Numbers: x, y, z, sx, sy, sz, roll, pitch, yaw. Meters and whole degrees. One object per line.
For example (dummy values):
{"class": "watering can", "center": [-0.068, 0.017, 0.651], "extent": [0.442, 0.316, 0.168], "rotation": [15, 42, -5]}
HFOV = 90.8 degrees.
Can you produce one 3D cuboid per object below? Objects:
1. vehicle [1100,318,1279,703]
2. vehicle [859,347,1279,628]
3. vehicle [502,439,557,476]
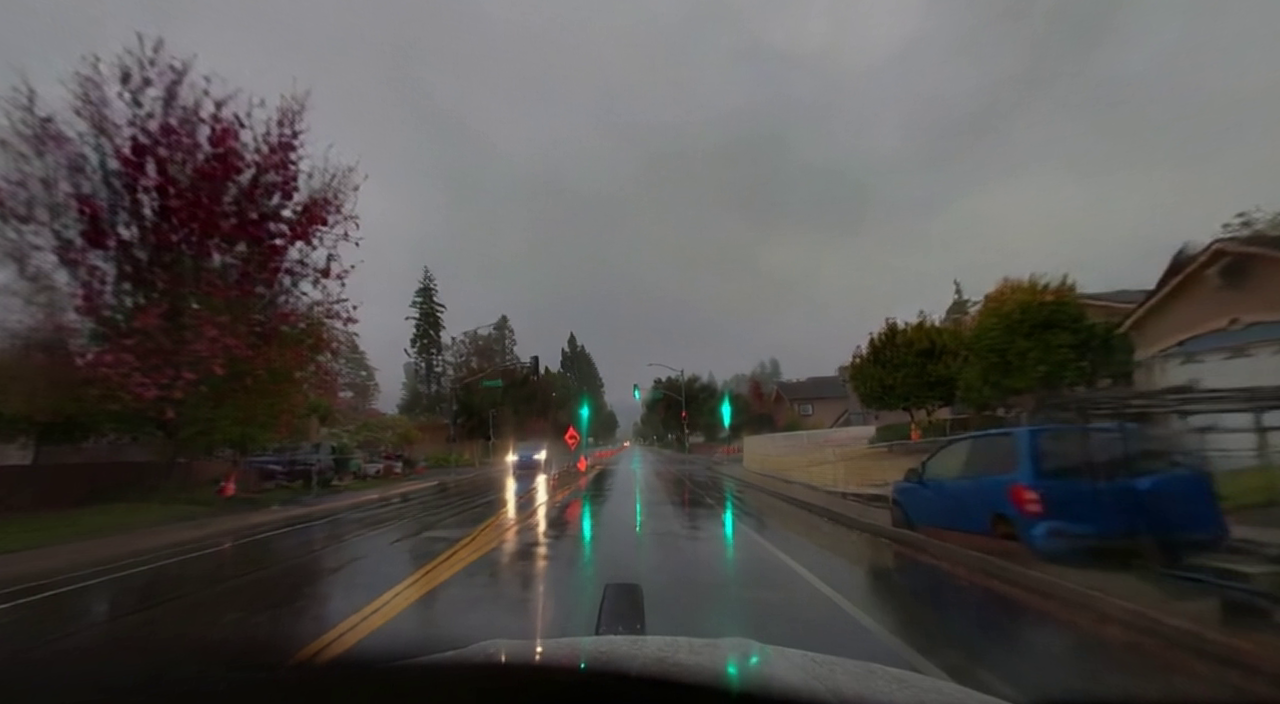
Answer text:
{"class": "vehicle", "center": [4.275, 0.729, 2.659], "extent": [2.241, 1.935, 3.270], "rotation": [-1, -9, 4]}
{"class": "vehicle", "center": [4.635, 1.401, 7.498], "extent": [2.404, 2.054, 5.588], "rotation": [-1, -9, 4]}
{"class": "vehicle", "center": [-6.046, 5.852, 35.235], "extent": [2.240, 1.879, 4.847], "rotation": [0, -9, -1]}
